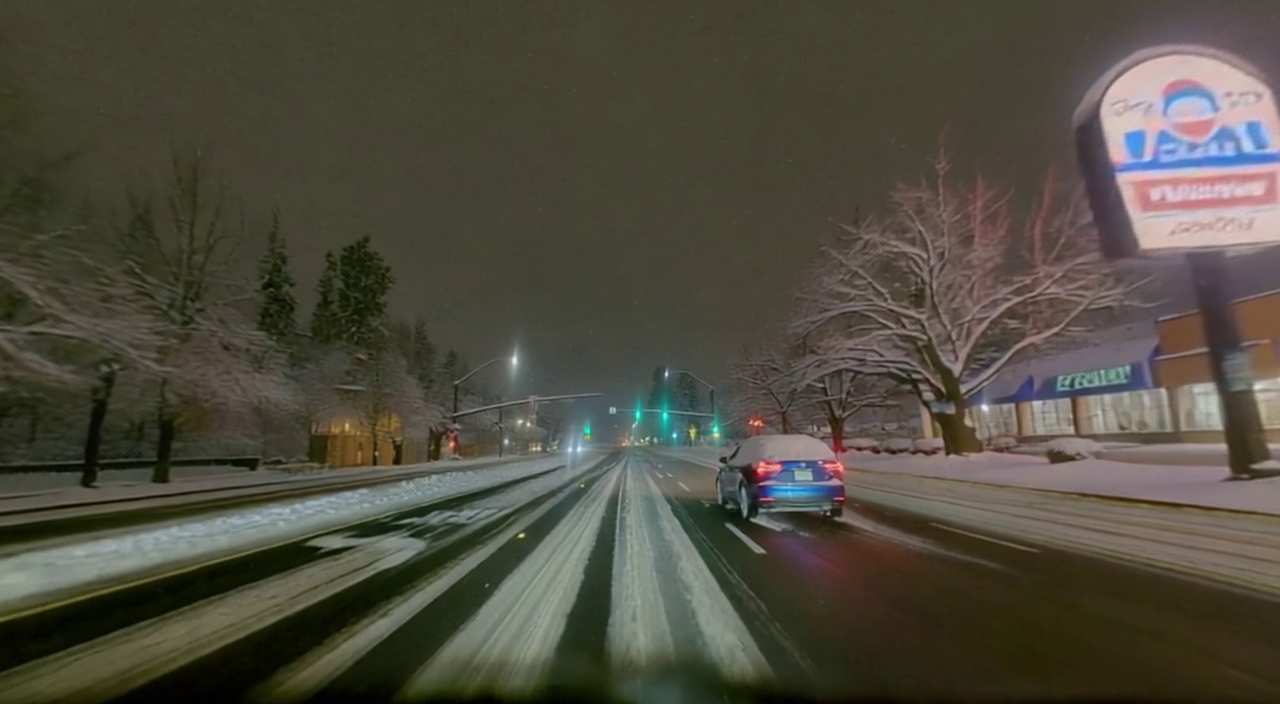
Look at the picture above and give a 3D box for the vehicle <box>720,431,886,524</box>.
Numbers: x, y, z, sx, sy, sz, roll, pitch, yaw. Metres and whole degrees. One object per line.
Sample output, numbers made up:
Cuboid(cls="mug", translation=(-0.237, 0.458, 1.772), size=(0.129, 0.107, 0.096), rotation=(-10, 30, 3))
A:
Cuboid(cls="vehicle", translation=(2.923, 2.369, 12.469), size=(2.015, 1.479, 4.444), rotation=(0, -8, -1))
